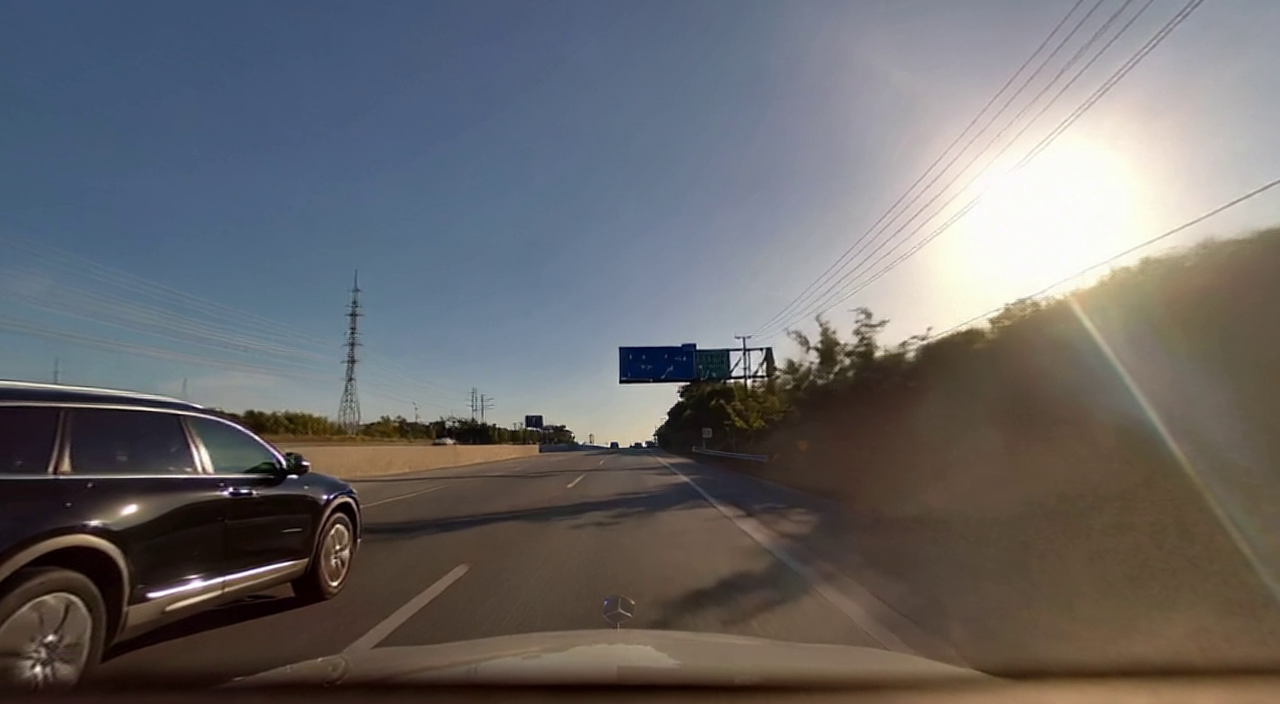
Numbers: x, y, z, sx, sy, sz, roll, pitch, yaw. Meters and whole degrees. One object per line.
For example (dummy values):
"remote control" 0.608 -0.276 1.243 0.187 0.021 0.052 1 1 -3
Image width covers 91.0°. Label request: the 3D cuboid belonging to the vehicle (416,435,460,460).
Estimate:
"vehicle" -15.119 7.147 47.419 1.828 1.770 4.609 0 -8 -1
